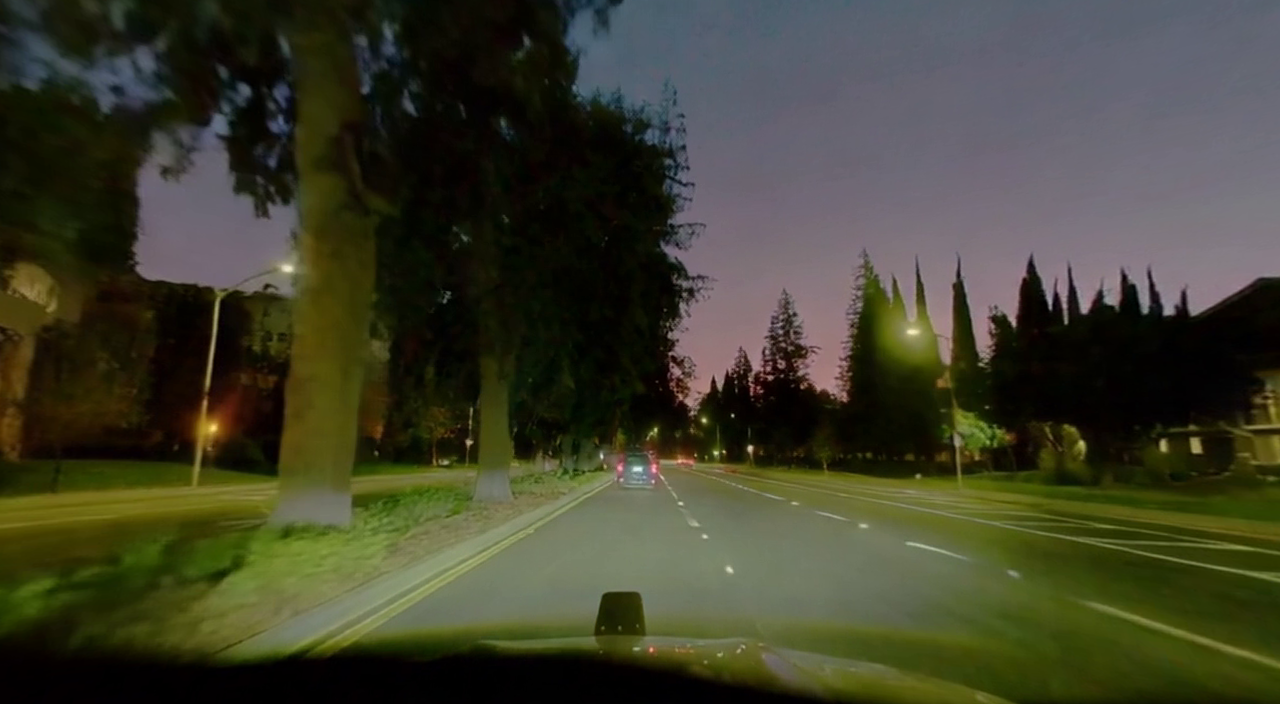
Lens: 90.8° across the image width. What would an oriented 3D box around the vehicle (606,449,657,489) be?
[{"bbox_3d":[-0.295,5.107,27.963,2.093,1.591,4.247,0,-9,1],"label":"vehicle"}]
